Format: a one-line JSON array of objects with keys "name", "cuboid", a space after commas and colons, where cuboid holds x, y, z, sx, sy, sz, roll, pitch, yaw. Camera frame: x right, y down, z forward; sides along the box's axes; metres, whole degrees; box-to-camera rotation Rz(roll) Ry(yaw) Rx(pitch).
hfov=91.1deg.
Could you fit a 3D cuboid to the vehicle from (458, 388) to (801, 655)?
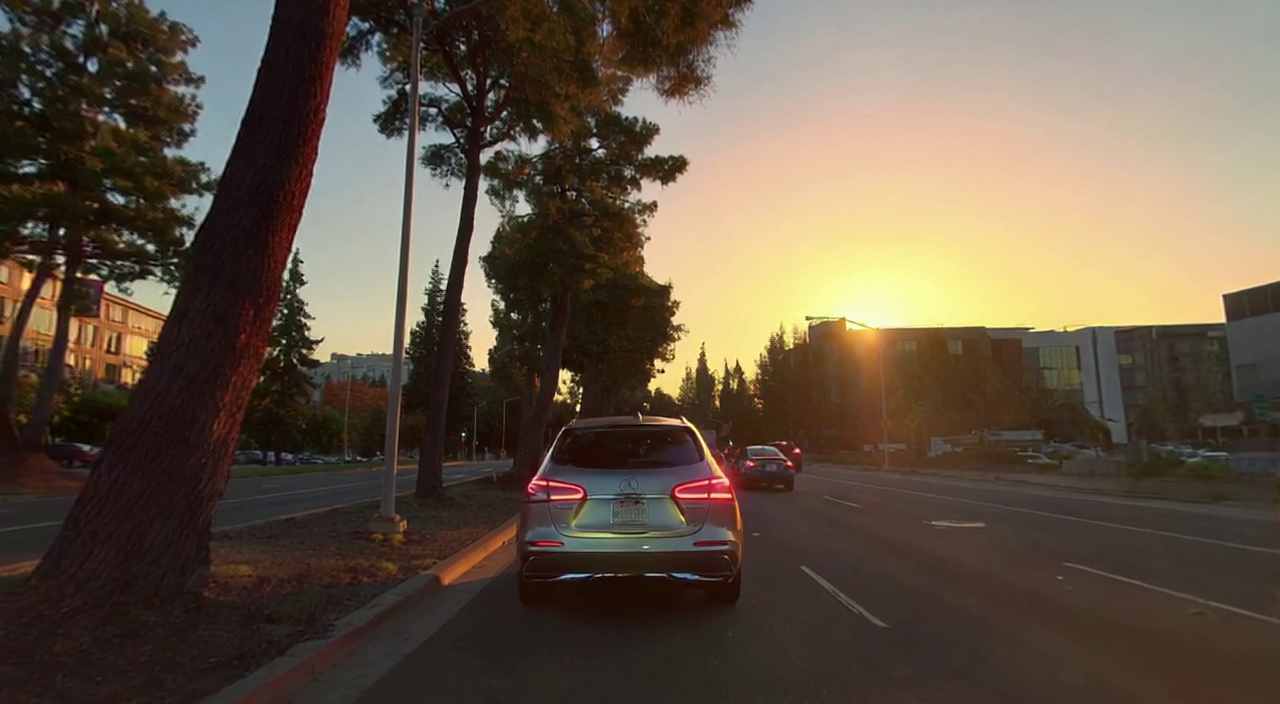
[{"name": "vehicle", "cuboid": [-0.080, 1.383, 6.110, 2.172, 1.694, 4.055, 0, -9, 0]}]
